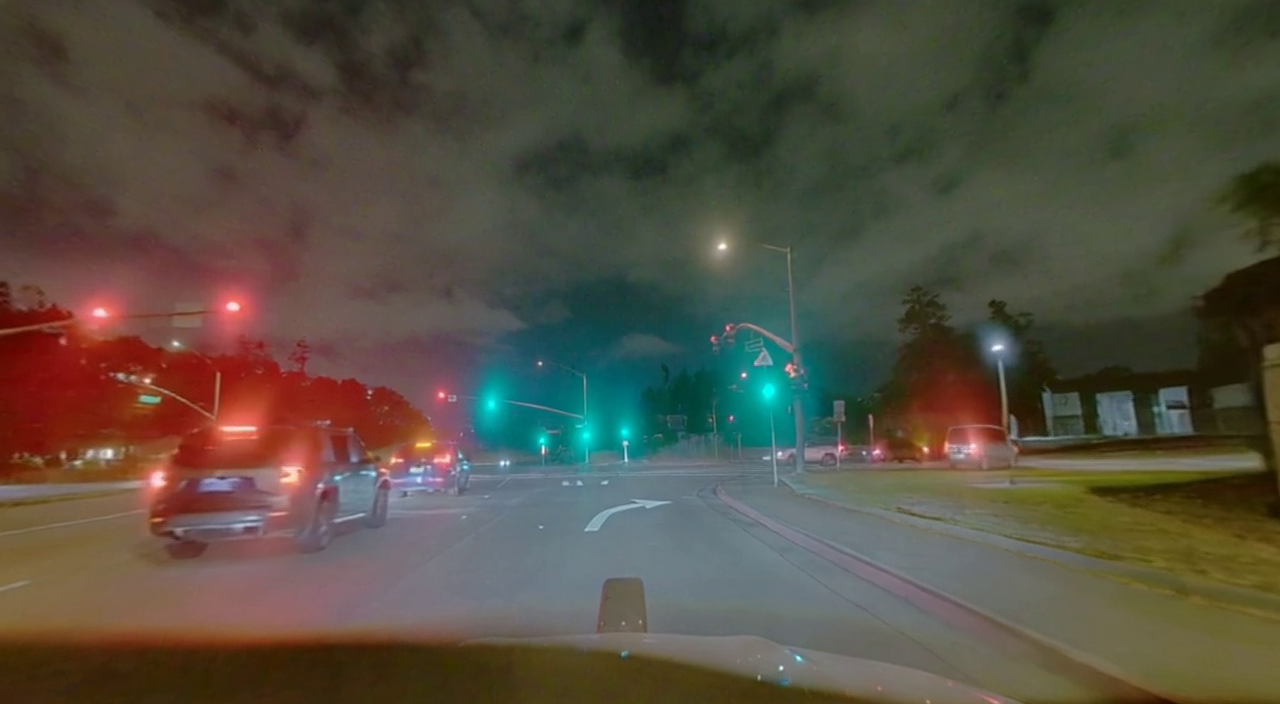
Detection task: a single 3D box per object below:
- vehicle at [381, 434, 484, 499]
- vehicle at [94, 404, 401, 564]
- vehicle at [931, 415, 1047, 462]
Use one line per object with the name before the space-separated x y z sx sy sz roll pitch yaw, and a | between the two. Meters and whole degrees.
vehicle | -5.906 3.283 18.436 2.024 1.655 4.301 1 -9 -7
vehicle | -5.393 1.858 9.556 2.152 1.822 4.391 1 -9 -6
vehicle | 21.679 5.401 39.021 6.269 2.785 2.334 2 -9 -15
